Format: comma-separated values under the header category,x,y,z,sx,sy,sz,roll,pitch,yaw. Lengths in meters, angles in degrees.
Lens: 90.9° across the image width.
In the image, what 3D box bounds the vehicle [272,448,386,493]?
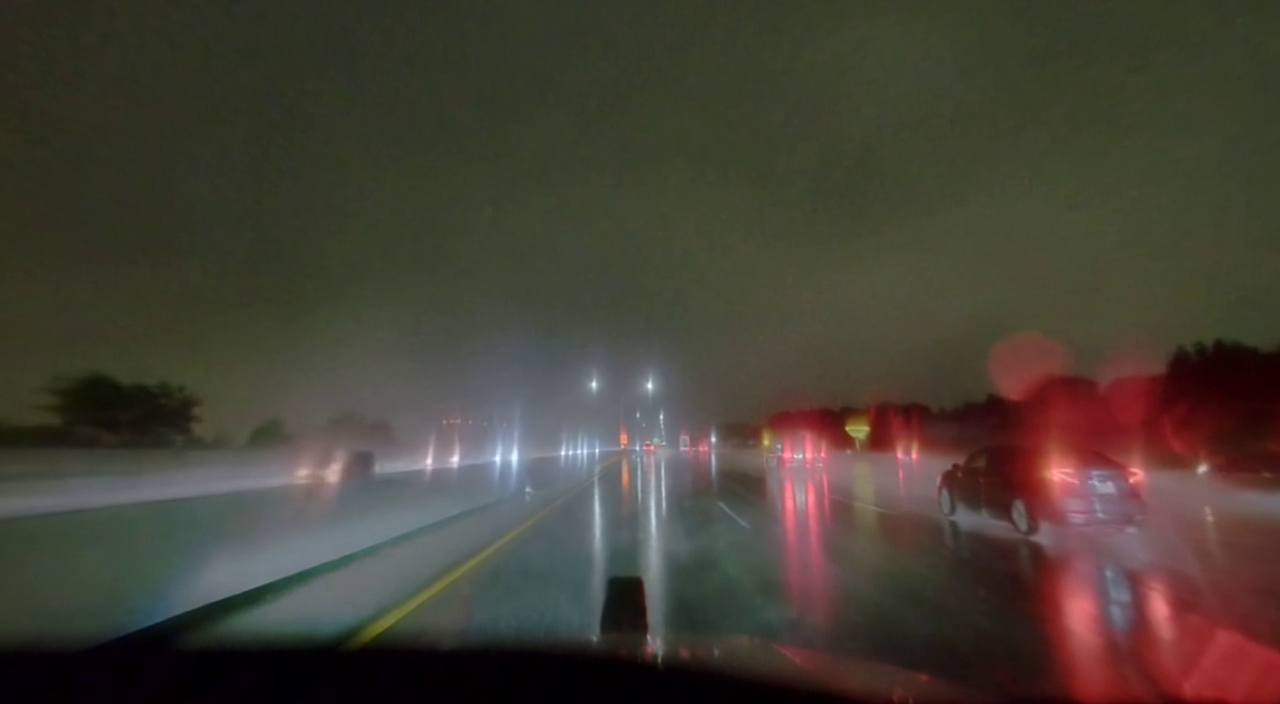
category,x,y,z,sx,sy,sz,roll,pitch,yaw
vehicle,-11.517,4.394,23.764,1.959,1.480,4.361,-1,-8,2

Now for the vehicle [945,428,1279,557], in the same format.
category,x,y,z,sx,sy,sz,roll,pitch,yaw
vehicle,7.168,2.047,10.085,2.093,1.525,4.865,0,-8,0
